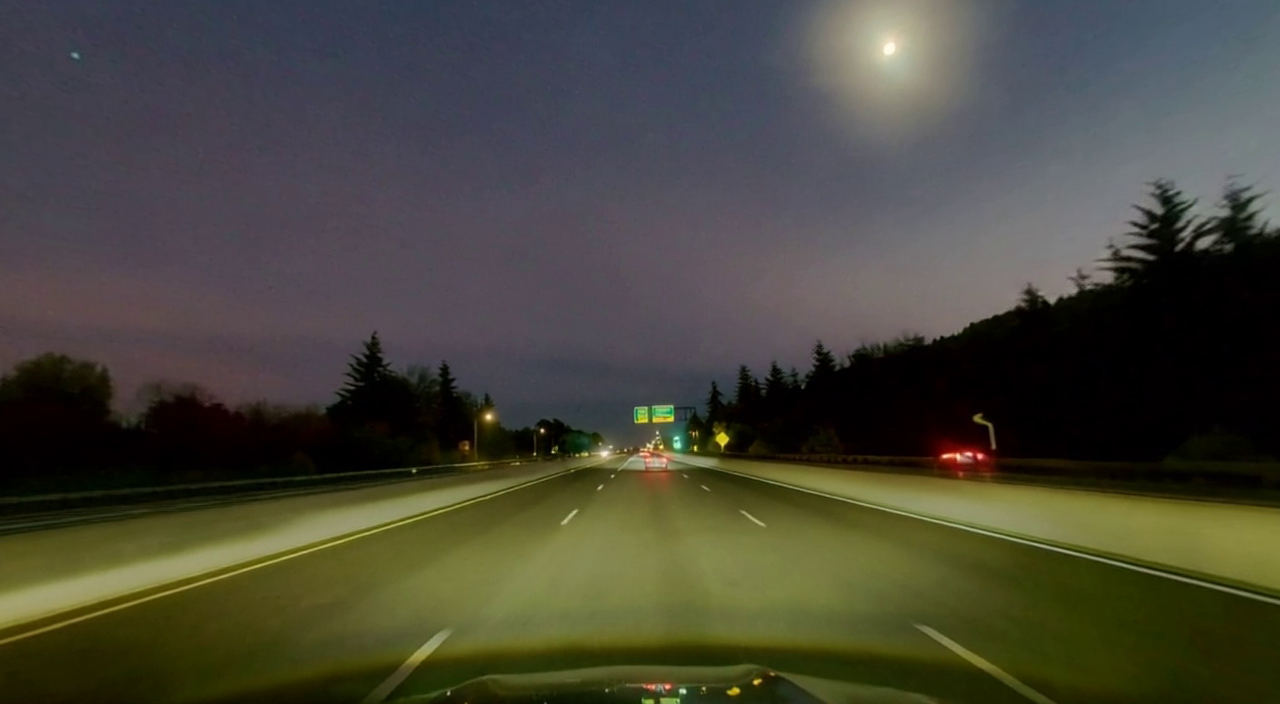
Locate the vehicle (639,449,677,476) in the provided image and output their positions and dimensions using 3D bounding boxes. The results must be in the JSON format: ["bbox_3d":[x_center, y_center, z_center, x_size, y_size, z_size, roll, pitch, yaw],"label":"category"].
[{"bbox_3d":[0.985,6.396,36.643,2.036,1.457,3.471,0,-9,-1],"label":"vehicle"}]
